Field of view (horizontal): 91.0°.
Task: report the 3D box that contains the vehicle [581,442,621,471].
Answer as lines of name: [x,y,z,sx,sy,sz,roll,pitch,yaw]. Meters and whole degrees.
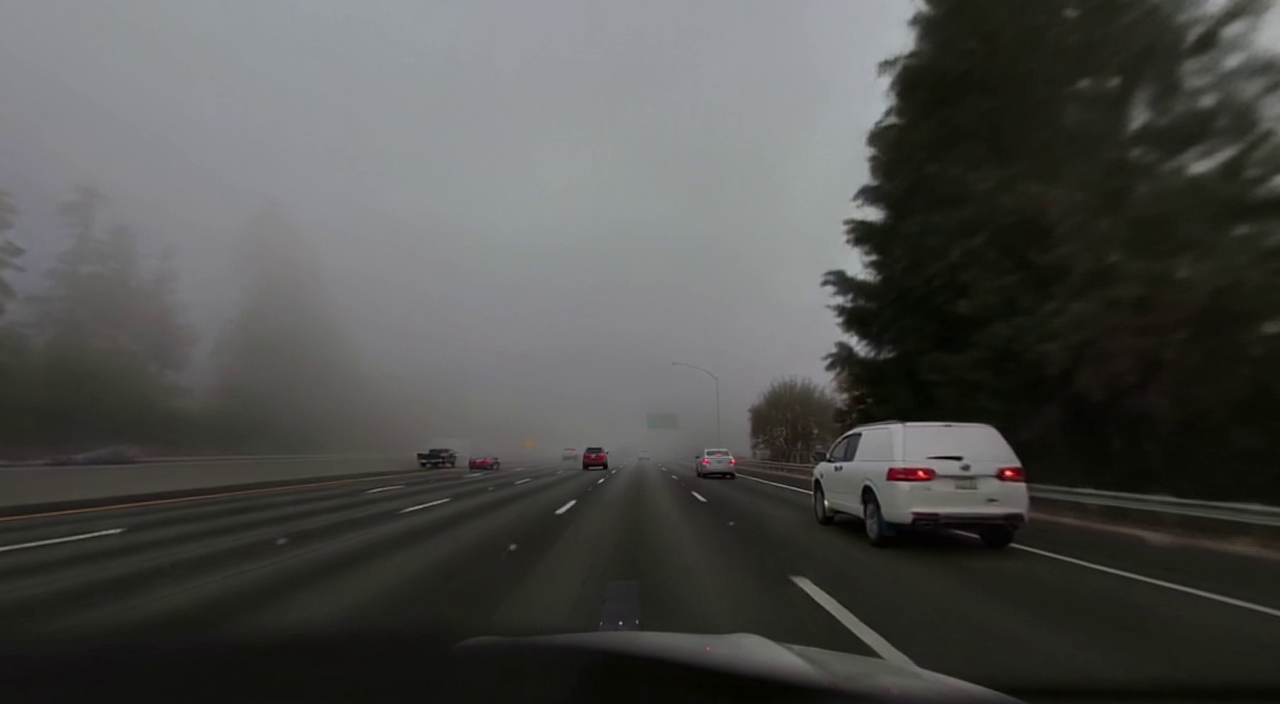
vehicle: [-2.660,7.360,44.535,2.449,1.929,5.503,0,-9,0]

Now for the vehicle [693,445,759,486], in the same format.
vehicle: [3.461,4.660,26.190,2.126,1.529,4.438,0,-9,0]

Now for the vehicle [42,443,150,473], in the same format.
vehicle: [-35.251,6.860,41.047,2.065,1.752,5.611,0,-9,0]

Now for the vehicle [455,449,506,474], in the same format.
vehicle: [-10.258,7.077,40.839,1.974,1.472,4.684,0,-9,1]

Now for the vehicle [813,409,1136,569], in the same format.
vehicle: [4.423,1.901,9.530,2.218,1.776,4.807,0,-9,0]
